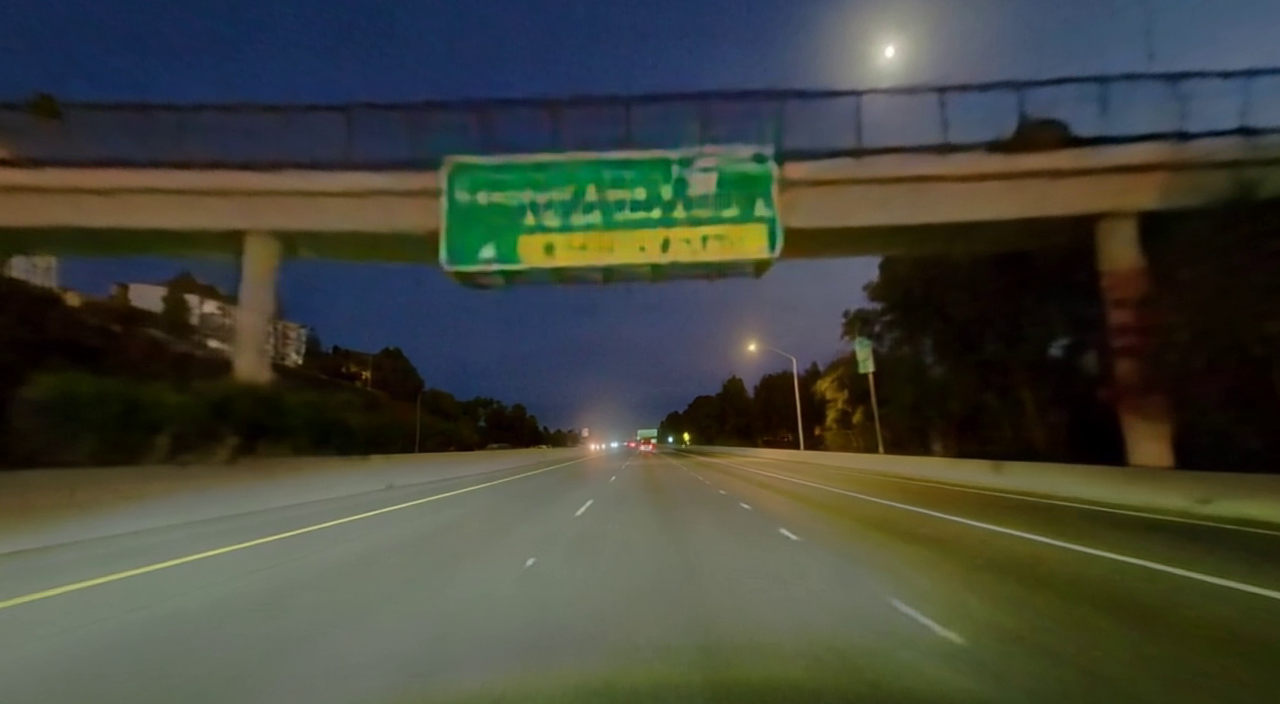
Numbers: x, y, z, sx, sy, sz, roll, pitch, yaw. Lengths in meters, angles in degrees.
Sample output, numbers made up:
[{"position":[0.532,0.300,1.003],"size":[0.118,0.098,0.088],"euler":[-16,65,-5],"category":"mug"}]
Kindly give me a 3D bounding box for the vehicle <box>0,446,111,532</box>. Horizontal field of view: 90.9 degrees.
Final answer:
[{"position":[-11.811,2.400,11.104],"size":[1.705,1.458,3.704],"euler":[0,-8,1],"category":"vehicle"}]
